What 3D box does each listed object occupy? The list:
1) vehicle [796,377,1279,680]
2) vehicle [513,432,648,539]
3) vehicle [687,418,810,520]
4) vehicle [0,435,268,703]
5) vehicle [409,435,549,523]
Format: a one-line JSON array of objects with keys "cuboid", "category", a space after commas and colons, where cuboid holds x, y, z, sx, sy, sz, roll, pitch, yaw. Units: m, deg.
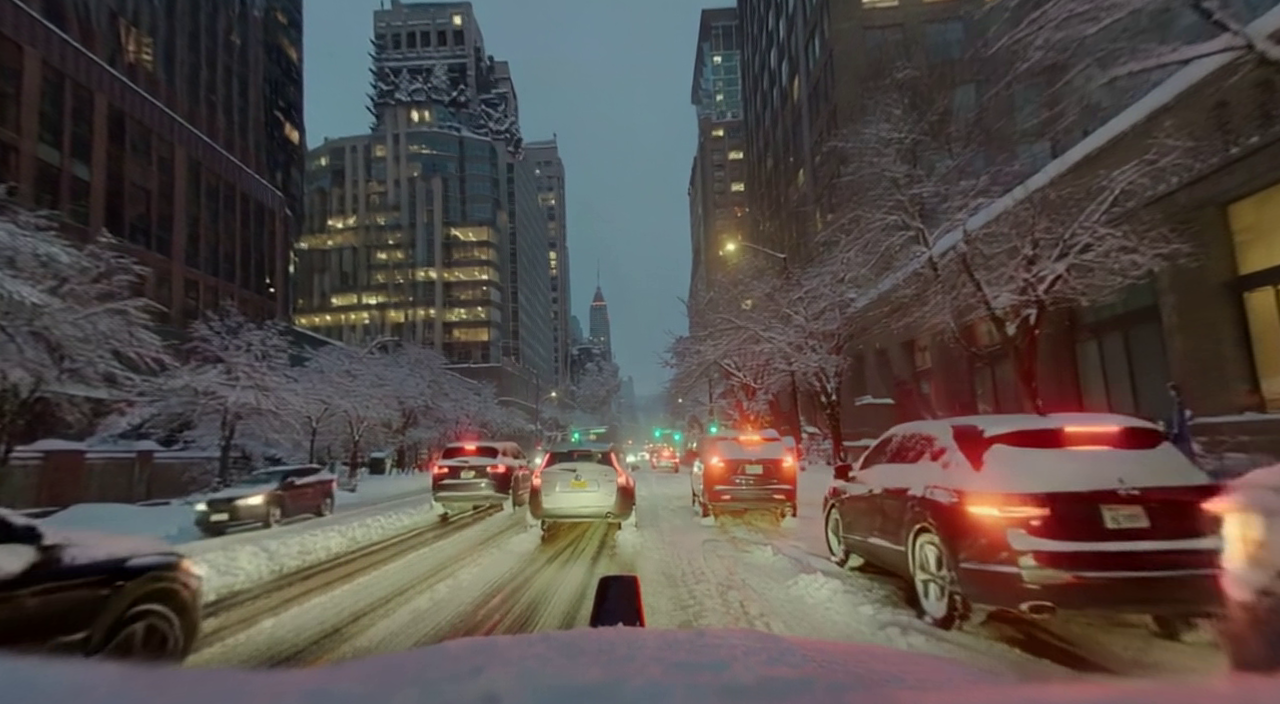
[{"cuboid": [3.076, 1.360, 6.045, 1.971, 1.749, 4.564, 0, -8, 0], "category": "vehicle"}, {"cuboid": [-0.935, 2.424, 12.079, 2.076, 1.667, 3.948, -1, -8, 2], "category": "vehicle"}, {"cuboid": [2.635, 2.657, 14.864, 2.352, 1.953, 4.798, -2, -9, 12], "category": "vehicle"}, {"cuboid": [-3.447, 0.993, 1.879, 1.940, 1.481, 4.376, -1, -8, 1], "category": "vehicle"}, {"cuboid": [-3.743, 3.031, 15.736, 2.000, 1.818, 4.668, -1, -8, 4], "category": "vehicle"}]
